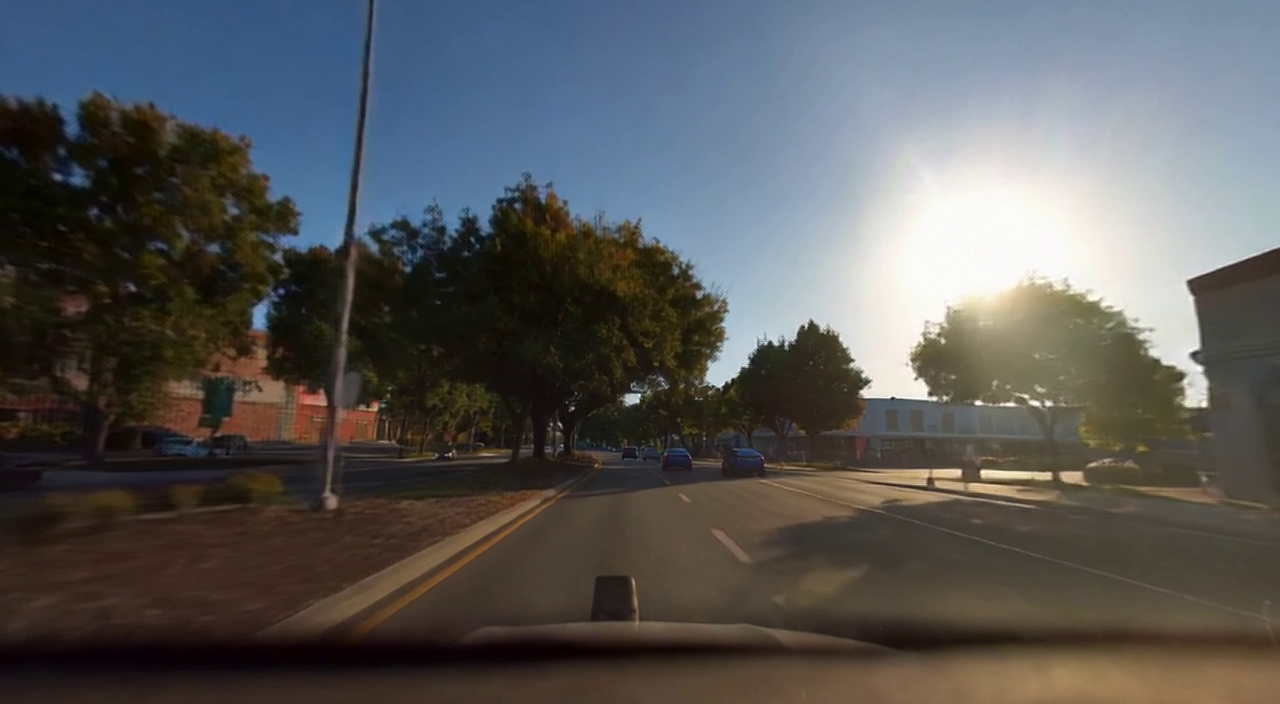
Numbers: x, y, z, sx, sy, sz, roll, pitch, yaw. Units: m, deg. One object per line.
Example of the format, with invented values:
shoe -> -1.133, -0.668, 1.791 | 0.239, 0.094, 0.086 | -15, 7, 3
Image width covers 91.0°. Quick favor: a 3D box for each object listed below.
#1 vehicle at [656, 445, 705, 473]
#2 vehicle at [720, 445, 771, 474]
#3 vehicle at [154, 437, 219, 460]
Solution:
vehicle -> 2.170, 5.937, 35.156 | 2.256, 1.451, 4.313 | 1, -9, -3
vehicle -> 5.770, 5.903, 34.796 | 1.886, 1.528, 4.169 | 1, -9, -3
vehicle -> -31.190, 6.655, 43.445 | 1.752, 1.458, 3.987 | 1, -9, -5
